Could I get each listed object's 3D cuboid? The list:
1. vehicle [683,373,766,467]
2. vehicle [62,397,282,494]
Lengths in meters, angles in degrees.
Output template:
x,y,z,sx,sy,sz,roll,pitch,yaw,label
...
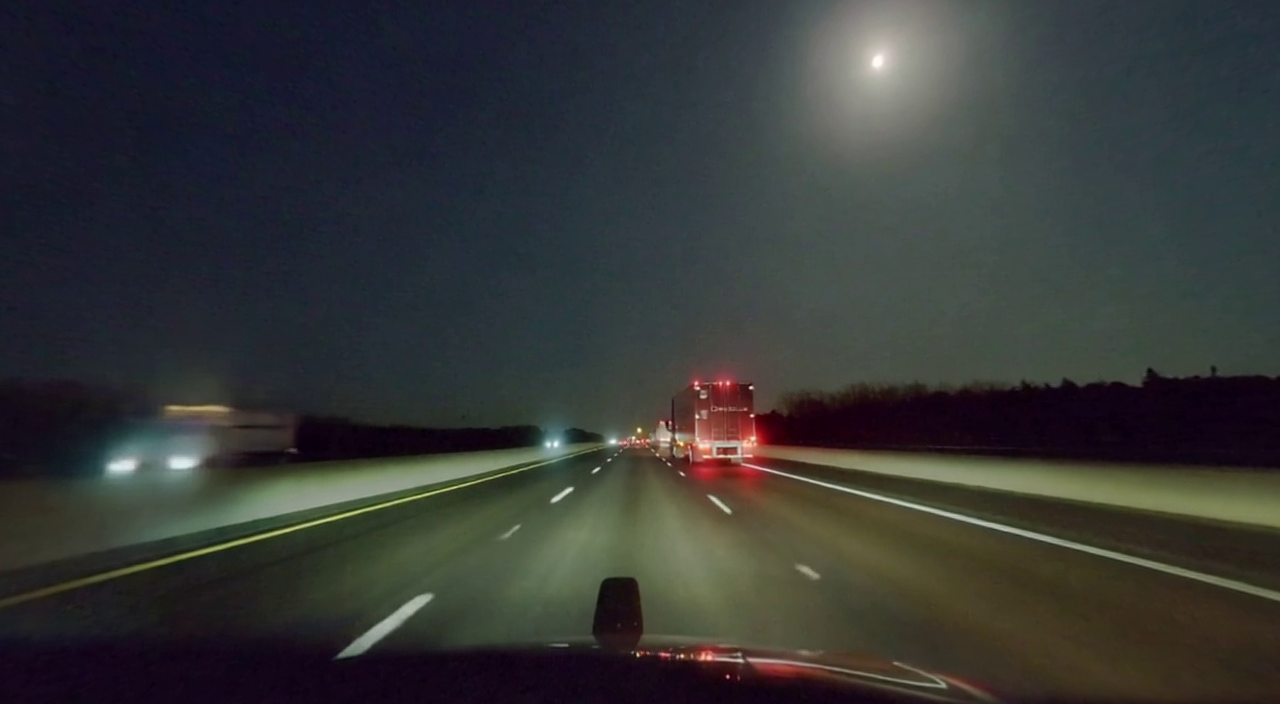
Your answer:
x,y,z,sx,sy,sz,roll,pitch,yaw,label
3.870,3.501,31.081,2.840,3.947,8.920,-1,-8,0,vehicle
-15.507,3.171,21.621,2.373,2.764,6.784,0,-8,-1,vehicle
